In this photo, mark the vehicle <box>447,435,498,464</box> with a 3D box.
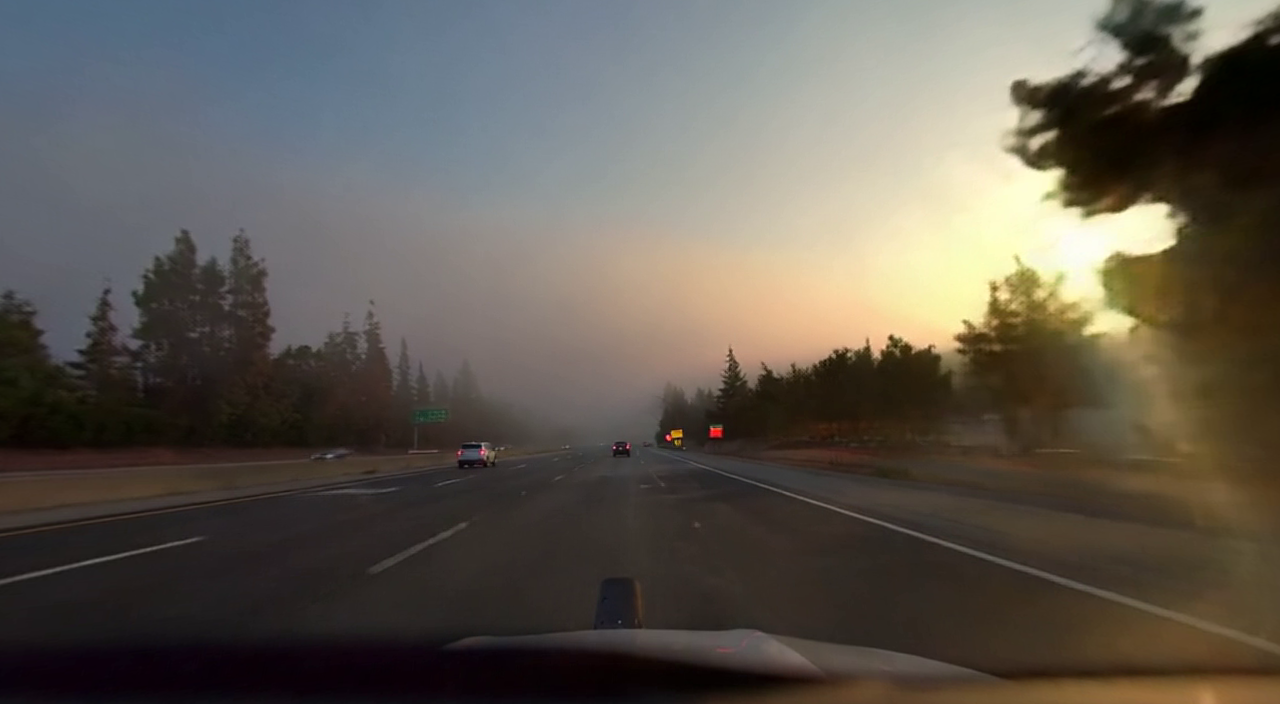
[{"bbox_3d":[-12.080,7.079,45.932,2.270,1.936,5.190,0,-9,-1],"label":"vehicle"}]
